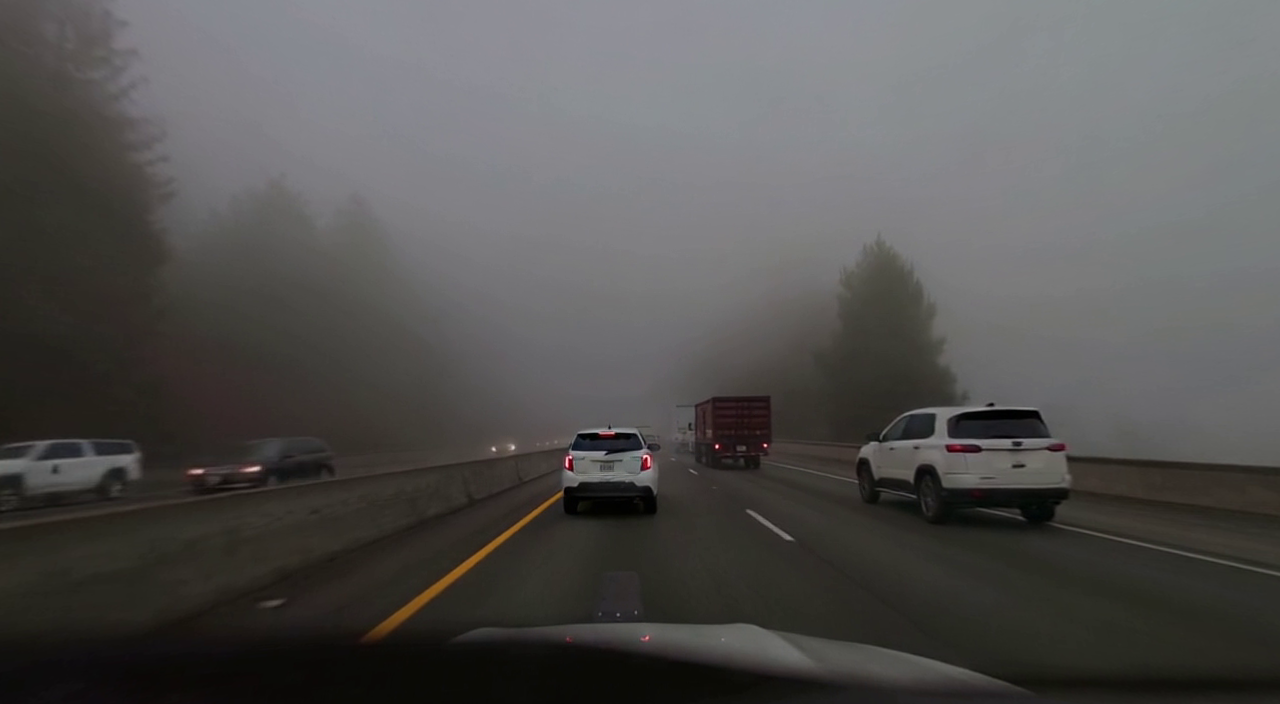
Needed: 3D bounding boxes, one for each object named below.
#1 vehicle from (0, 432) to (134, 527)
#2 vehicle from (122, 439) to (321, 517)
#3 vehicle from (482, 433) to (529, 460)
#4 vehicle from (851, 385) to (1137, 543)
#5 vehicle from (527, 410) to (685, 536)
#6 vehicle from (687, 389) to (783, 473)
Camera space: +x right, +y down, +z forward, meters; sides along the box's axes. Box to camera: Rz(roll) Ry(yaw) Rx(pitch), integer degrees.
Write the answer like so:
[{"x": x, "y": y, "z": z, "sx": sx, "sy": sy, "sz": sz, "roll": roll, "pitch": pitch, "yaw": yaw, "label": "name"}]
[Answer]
[{"x": -13.416, "y": 2.618, "z": 13.264, "sx": 1.949, "sy": 1.833, "sz": 4.237, "roll": 0, "pitch": -8, "yaw": 0, "label": "vehicle"}, {"x": -8.841, "y": 2.631, "z": 13.765, "sx": 1.756, "sy": 1.446, "sz": 3.661, "roll": 0, "pitch": -8, "yaw": 1, "label": "vehicle"}, {"x": -8.847, "y": 6.217, "z": 41.838, "sx": 2.052, "sy": 1.652, "sz": 4.268, "roll": 0, "pitch": -8, "yaw": 1, "label": "vehicle"}, {"x": 4.951, "y": 1.604, "z": 9.633, "sx": 2.011, "sy": 1.905, "sz": 3.905, "roll": 0, "pitch": -8, "yaw": -1, "label": "vehicle"}, {"x": -0.487, "y": 1.863, "z": 10.398, "sx": 2.082, "sy": 1.638, "sz": 4.055, "roll": 0, "pitch": -8, "yaw": -1, "label": "vehicle"}, {"x": 3.754, "y": 3.396, "z": 27.074, "sx": 2.723, "sy": 3.027, "sz": 8.478, "roll": 0, "pitch": -8, "yaw": 0, "label": "vehicle"}]
